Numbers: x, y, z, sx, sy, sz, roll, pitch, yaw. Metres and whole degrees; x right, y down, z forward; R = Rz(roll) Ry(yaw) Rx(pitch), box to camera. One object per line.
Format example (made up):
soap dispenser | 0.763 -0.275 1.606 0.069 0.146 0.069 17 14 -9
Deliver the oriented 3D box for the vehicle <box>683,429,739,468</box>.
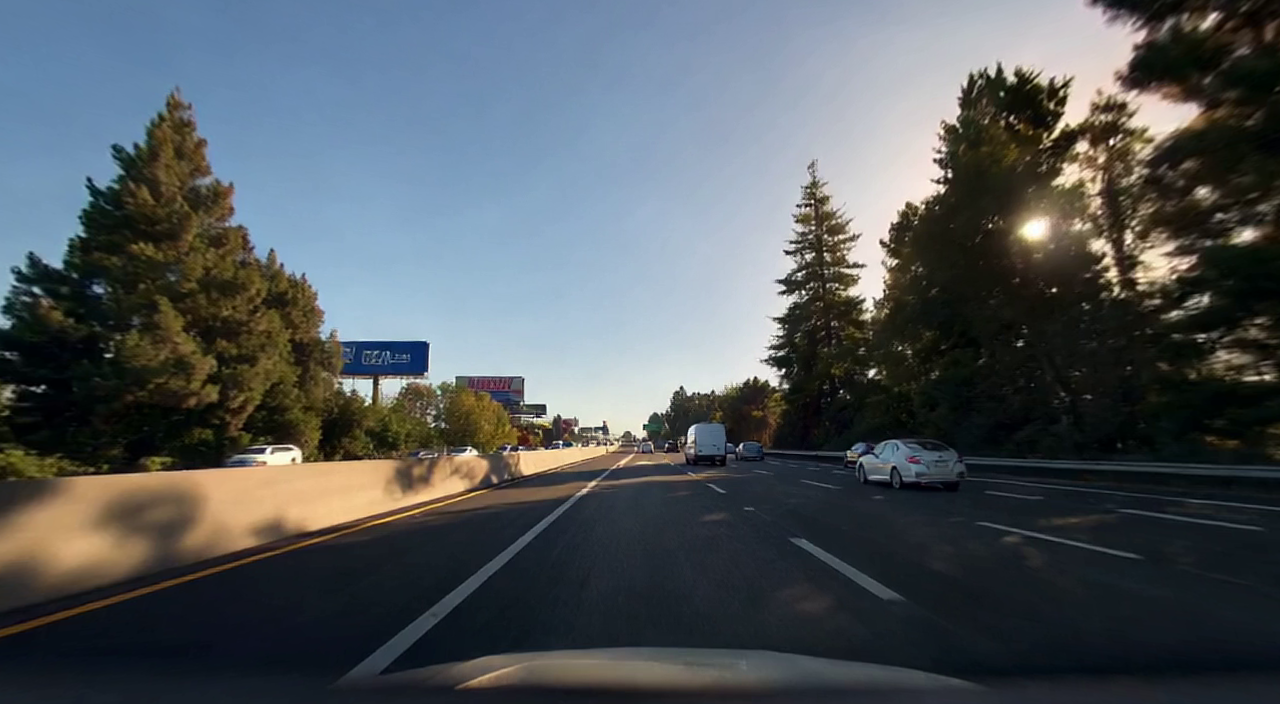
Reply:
vehicle | 4.129 5.725 37.427 2.546 2.087 5.404 0 -8 -2

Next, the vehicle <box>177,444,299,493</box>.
vehicle | -18.529 5.354 29.319 2.390 1.916 5.057 -4 -8 0

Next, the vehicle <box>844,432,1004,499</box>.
vehicle | 7.335 2.975 16.942 2.003 1.517 4.936 0 -8 0

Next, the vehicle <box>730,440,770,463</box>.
vehicle | 7.680 6.971 44.161 2.099 1.510 3.784 0 -8 -1

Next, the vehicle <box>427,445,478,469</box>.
vehicle | -13.588 7.635 45.811 2.213 1.636 4.641 -1 -8 1
